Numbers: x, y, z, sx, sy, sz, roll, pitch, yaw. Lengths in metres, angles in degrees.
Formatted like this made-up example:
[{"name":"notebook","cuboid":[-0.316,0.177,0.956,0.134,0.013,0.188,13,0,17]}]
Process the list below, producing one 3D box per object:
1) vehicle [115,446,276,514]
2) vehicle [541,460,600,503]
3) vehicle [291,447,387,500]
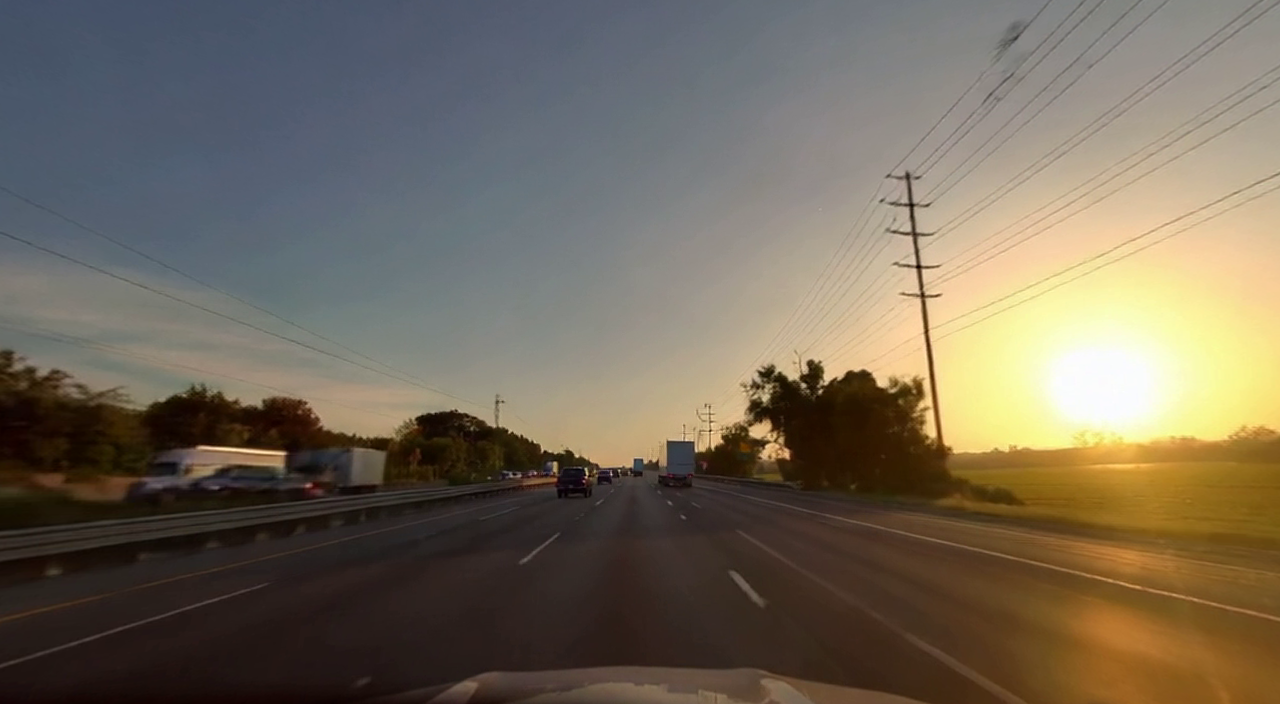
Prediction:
[{"name":"vehicle","cuboid":[-19.985,5.828,28.963,2.300,2.675,6.963,1,-11,-1]},{"name":"vehicle","cuboid":[-2.992,5.723,28.102,2.065,1.722,4.441,1,-11,0]},{"name":"vehicle","cuboid":[-15.982,6.513,33.877,2.316,2.515,5.621,1,-11,0]}]
